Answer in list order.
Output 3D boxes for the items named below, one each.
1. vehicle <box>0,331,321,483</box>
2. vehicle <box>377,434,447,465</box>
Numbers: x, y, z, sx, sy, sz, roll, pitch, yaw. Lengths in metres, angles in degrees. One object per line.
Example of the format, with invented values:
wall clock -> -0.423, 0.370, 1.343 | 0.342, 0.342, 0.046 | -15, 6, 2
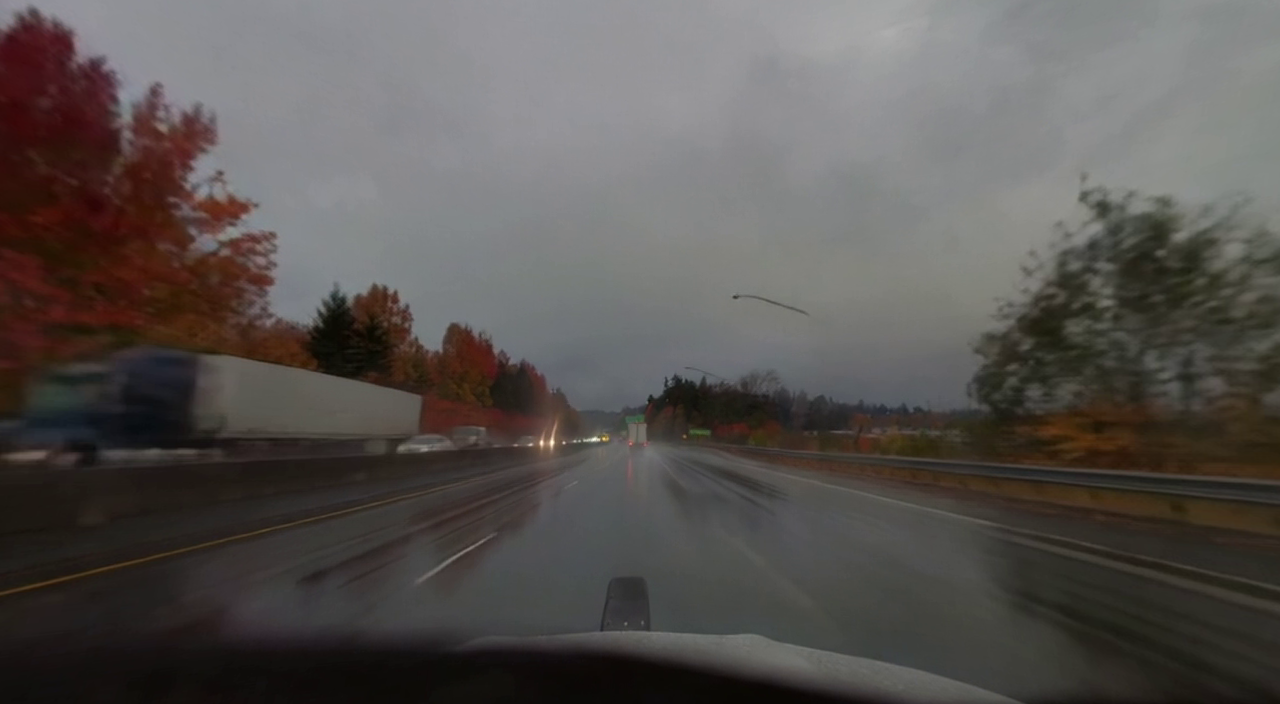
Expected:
vehicle -> -15.534, 2.188, 22.018 | 3.051, 4.038, 10.652 | 0, -8, 0
vehicle -> -11.669, 5.012, 32.504 | 1.933, 1.497, 4.435 | 0, -8, 0
